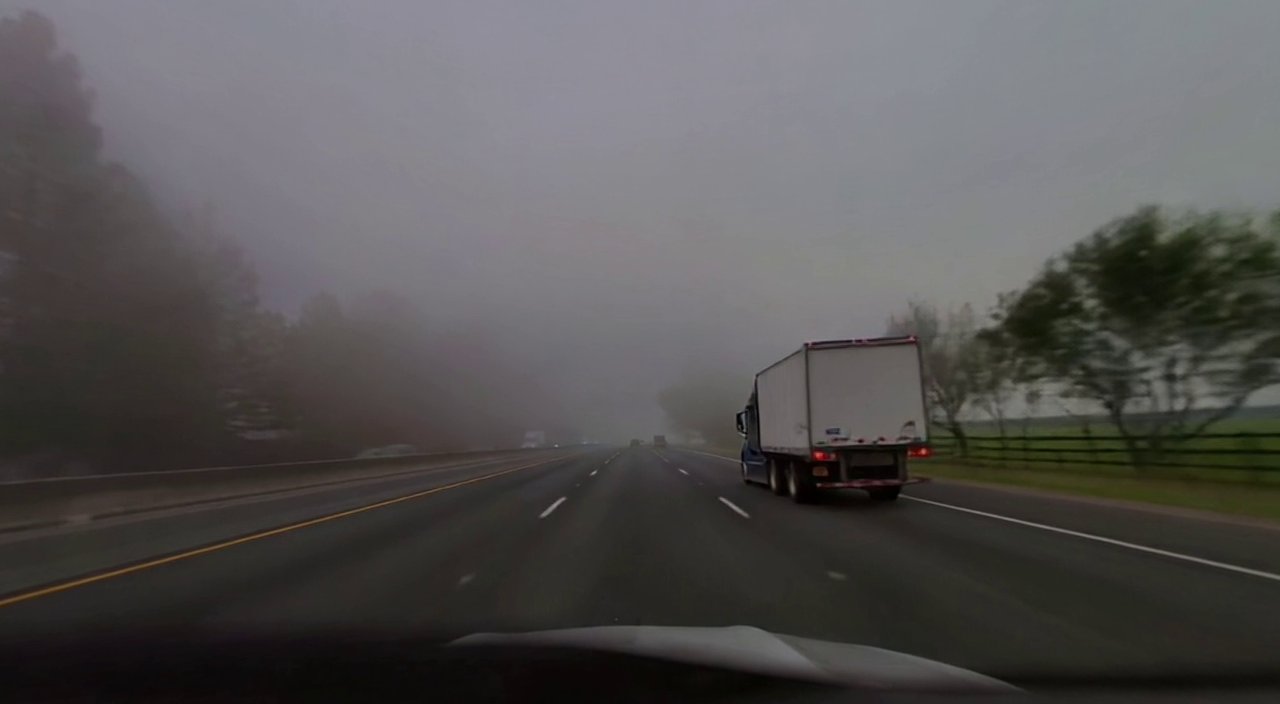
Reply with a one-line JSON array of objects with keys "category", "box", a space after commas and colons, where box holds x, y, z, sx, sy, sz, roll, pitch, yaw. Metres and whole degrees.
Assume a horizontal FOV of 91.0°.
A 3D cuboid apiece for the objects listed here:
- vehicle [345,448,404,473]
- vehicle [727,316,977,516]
[{"category": "vehicle", "box": [-16.849, 6.878, 40.122, 1.823, 1.460, 4.504, 0, -8, -1]}, {"category": "vehicle", "box": [4.097, 1.585, 14.522, 2.766, 3.349, 7.796, 0, -8, -2]}]
